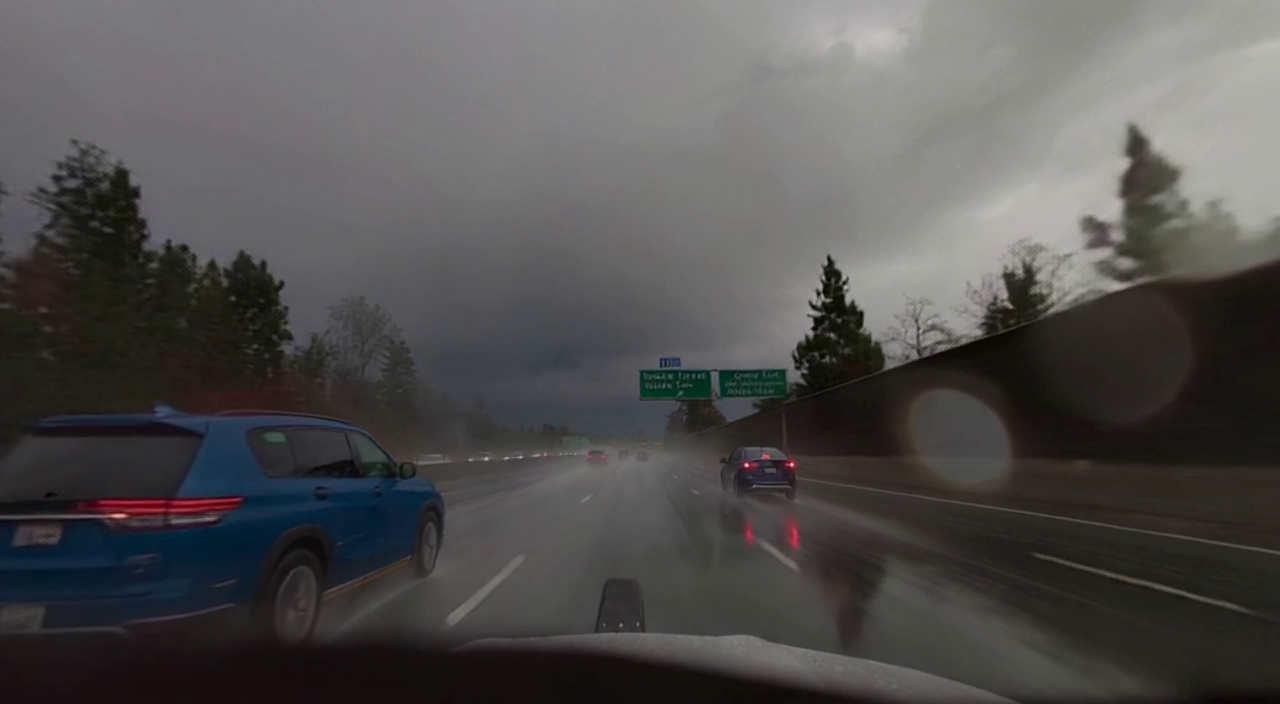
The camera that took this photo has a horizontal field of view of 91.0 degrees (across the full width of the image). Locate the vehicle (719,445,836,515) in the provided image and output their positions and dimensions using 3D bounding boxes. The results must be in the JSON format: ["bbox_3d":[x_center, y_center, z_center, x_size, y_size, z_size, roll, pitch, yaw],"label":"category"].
[{"bbox_3d":[3.256,3.113,15.846,1.979,1.486,4.125,1,-9,-1],"label":"vehicle"}]

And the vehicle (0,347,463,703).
[{"bbox_3d":[-3.154,1.185,5.025,2.137,1.756,4.453,0,-9,0],"label":"vehicle"}]

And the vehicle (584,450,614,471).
[{"bbox_3d":[-3.191,8.481,49.440,2.030,1.563,4.389,0,-9,0],"label":"vehicle"}]
